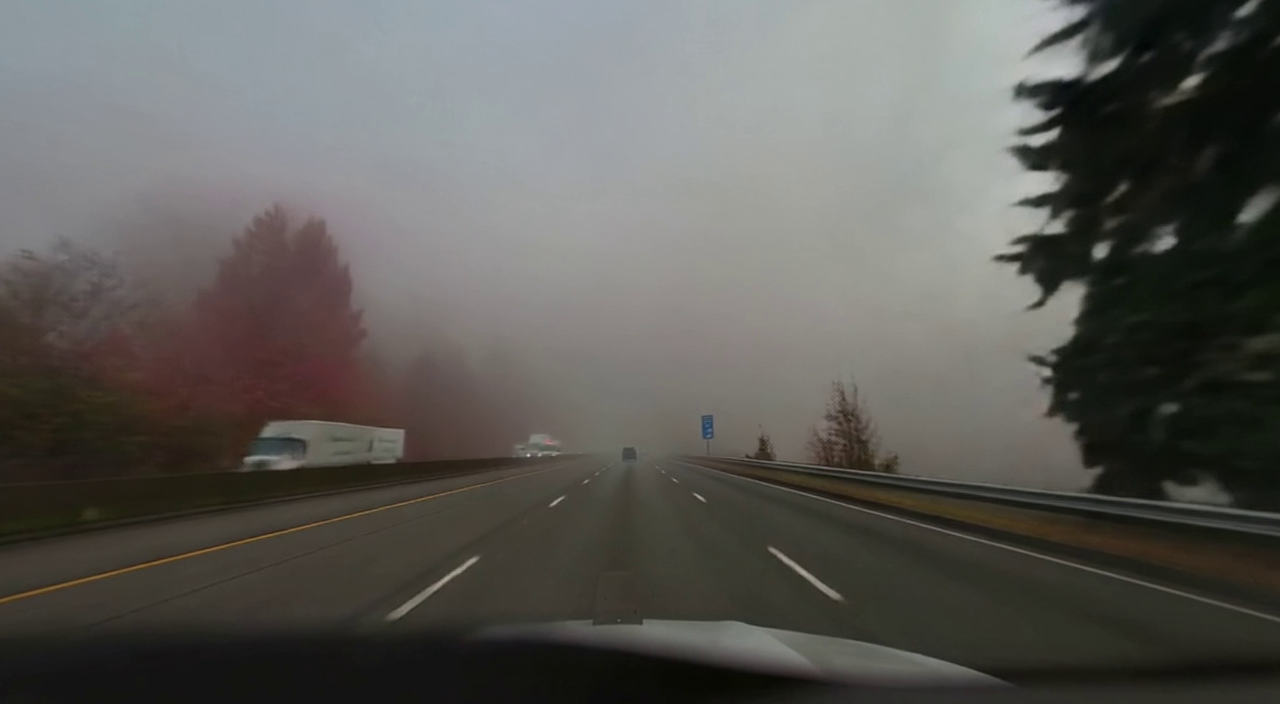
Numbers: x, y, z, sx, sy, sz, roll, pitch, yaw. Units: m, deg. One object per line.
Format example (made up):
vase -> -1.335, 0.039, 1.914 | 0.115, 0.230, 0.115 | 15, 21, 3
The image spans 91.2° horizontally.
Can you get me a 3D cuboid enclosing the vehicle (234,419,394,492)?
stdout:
vehicle -> -18.431, 6.021, 36.935 | 2.990, 3.526, 11.989 | 0, -9, 0
